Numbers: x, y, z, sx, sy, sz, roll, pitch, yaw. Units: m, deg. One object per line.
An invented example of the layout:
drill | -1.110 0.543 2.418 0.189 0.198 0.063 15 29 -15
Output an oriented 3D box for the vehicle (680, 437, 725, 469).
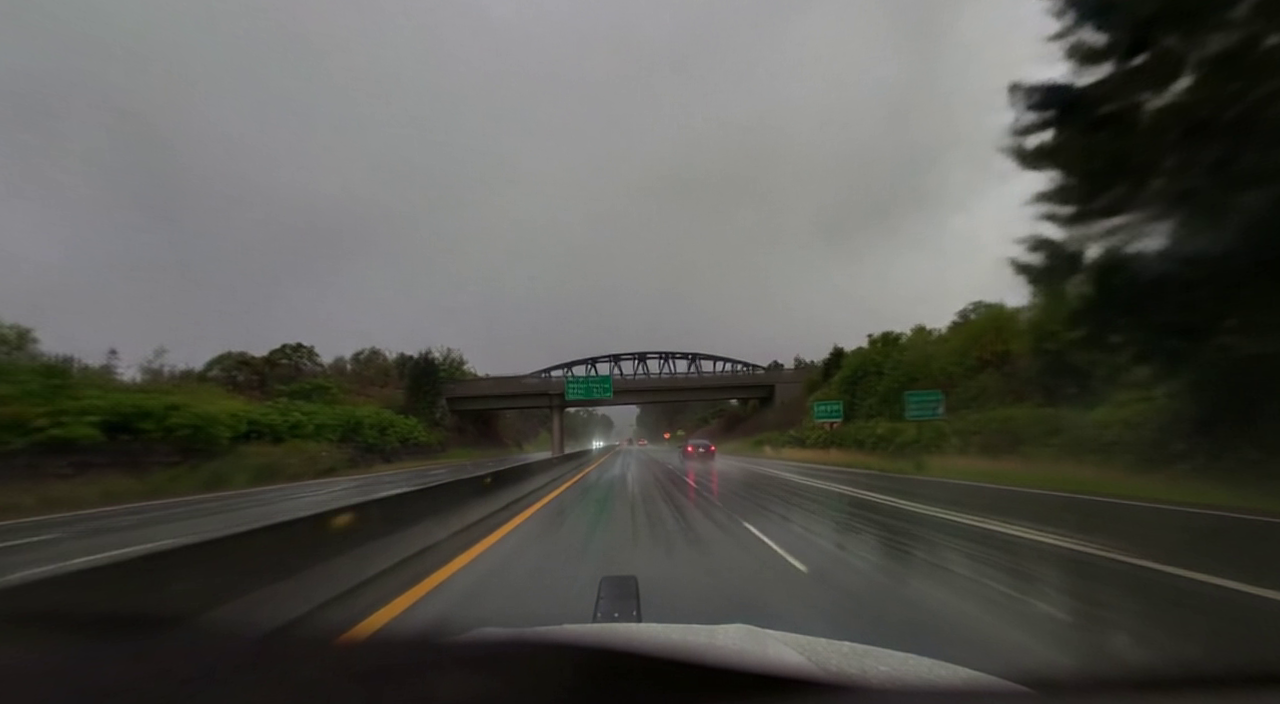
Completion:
vehicle | 3.049 4.994 31.349 1.781 1.470 3.540 0 -8 -2
